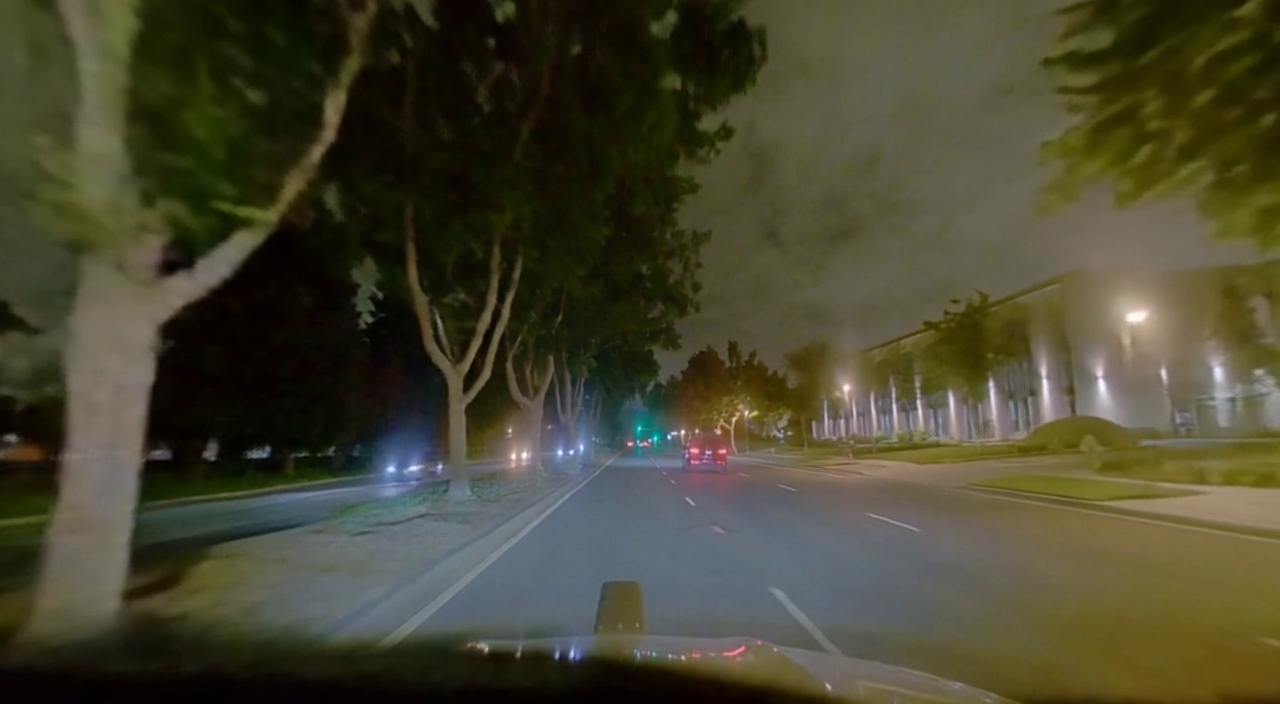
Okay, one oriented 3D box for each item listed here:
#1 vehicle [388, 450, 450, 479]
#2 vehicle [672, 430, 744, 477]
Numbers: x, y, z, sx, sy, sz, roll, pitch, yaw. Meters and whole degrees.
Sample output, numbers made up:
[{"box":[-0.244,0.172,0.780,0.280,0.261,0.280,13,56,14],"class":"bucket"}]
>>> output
[{"box":[-12.031,6.115,34.703,1.834,1.415,4.509,0,-8,-1],"class":"vehicle"},{"box":[2.650,4.110,25.846,2.240,1.740,4.605,0,-8,-2],"class":"vehicle"}]
